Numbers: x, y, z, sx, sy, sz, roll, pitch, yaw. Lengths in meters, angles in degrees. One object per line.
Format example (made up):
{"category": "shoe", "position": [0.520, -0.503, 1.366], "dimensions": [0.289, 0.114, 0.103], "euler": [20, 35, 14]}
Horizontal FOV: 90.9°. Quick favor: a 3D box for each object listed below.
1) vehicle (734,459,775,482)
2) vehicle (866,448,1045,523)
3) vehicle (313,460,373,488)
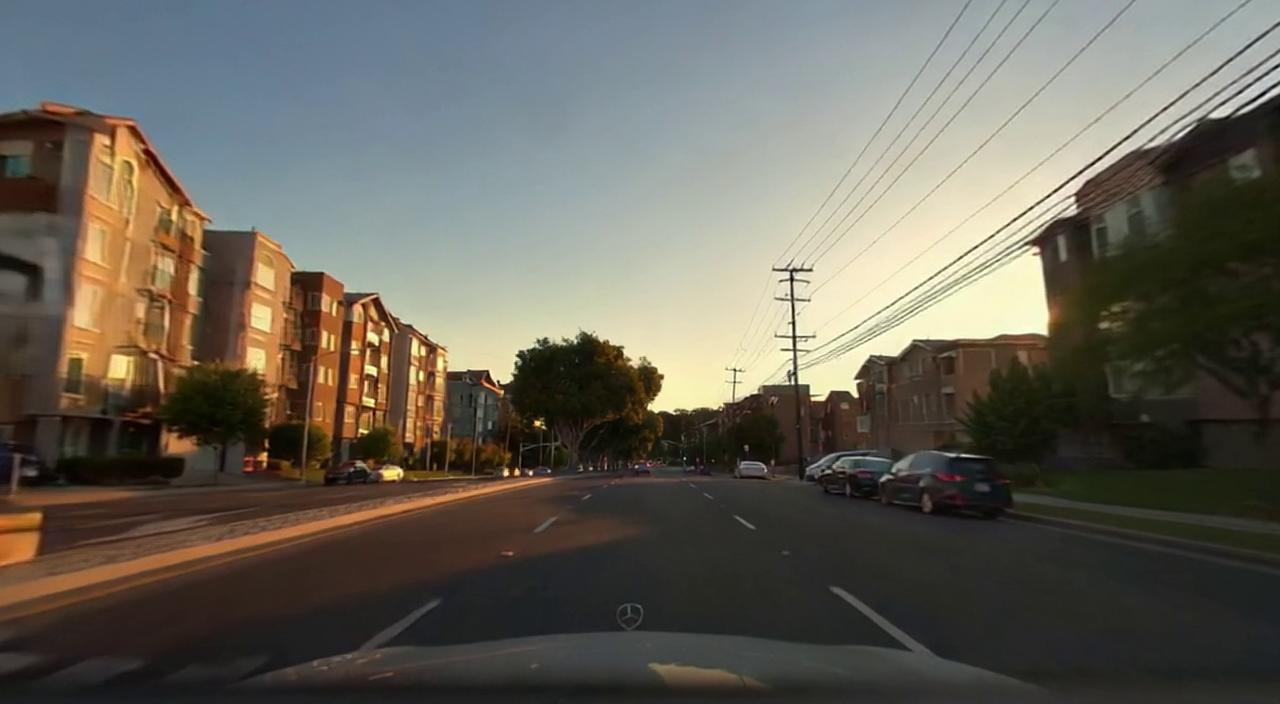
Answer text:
{"category": "vehicle", "position": [7.889, 8.229, 43.976], "dimensions": [1.986, 1.467, 4.412], "euler": [0, -9, -1]}
{"category": "vehicle", "position": [7.148, 3.020, 14.930], "dimensions": [1.875, 1.481, 4.434], "euler": [0, -9, -1]}
{"category": "vehicle", "position": [-21.612, 8.874, 46.091], "dimensions": [1.895, 1.798, 4.703], "euler": [0, -9, 2]}
